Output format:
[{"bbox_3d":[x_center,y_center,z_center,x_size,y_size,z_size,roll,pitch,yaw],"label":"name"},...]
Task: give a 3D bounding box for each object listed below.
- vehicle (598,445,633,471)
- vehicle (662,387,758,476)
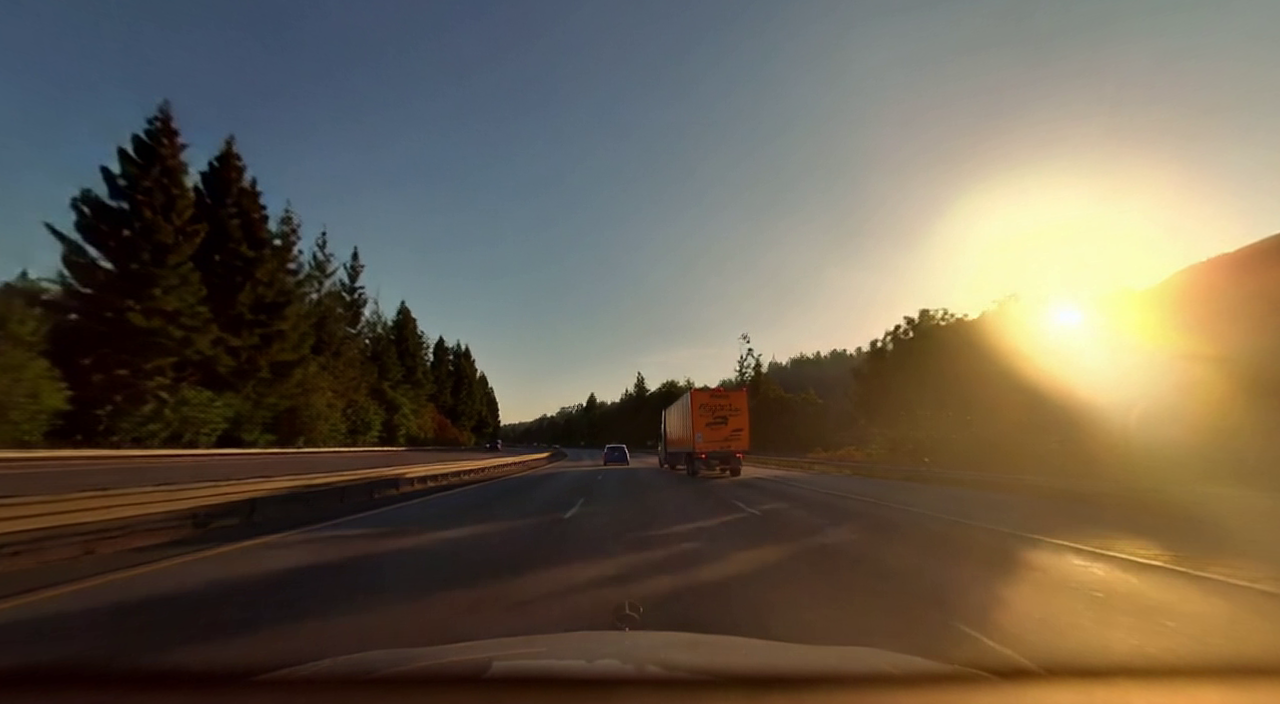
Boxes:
[{"bbox_3d":[-1.430,6.210,37.121,1.913,1.460,3.610,0,-9,-2],"label":"vehicle"},{"bbox_3d":[3.411,4.656,35.551,2.951,4.012,14.203,0,-9,-3],"label":"vehicle"}]
